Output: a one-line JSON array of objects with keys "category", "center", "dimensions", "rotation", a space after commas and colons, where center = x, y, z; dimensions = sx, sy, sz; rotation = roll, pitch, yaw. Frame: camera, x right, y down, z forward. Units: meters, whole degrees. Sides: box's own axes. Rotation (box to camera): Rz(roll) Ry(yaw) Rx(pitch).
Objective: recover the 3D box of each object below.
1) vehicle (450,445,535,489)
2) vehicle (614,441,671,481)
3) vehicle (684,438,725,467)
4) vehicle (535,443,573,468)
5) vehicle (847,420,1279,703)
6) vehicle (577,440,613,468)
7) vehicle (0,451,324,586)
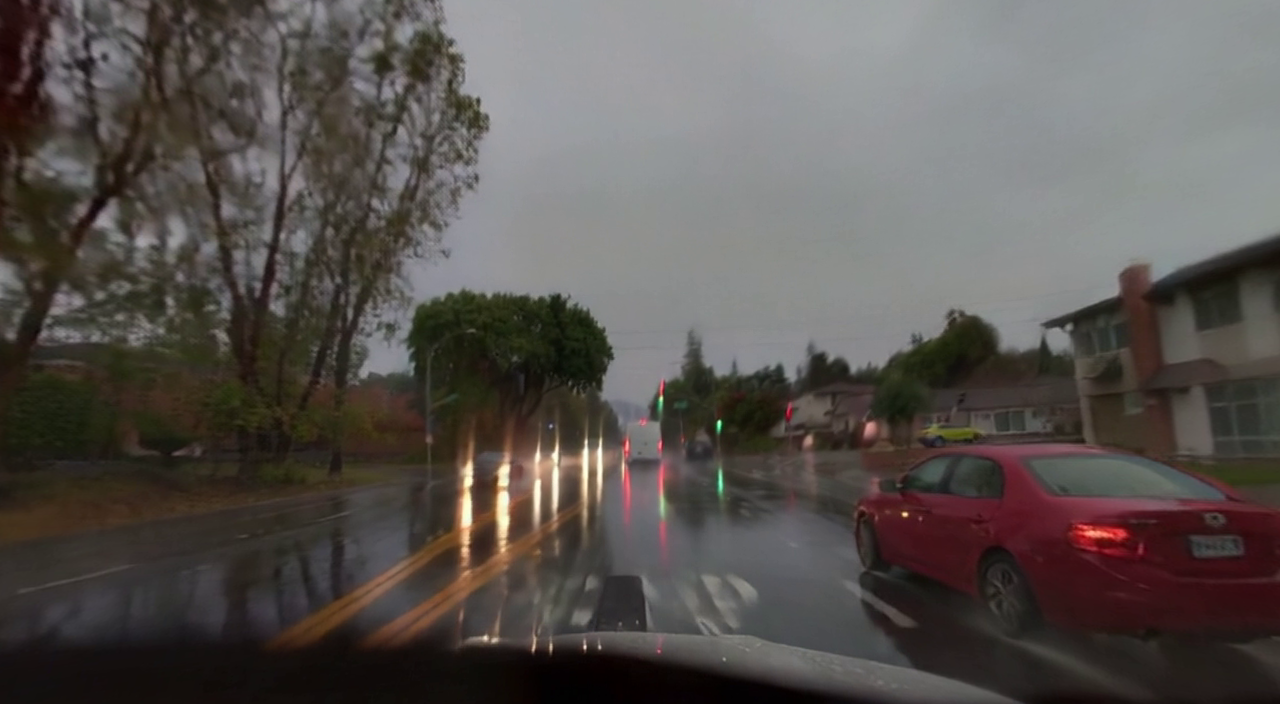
[{"category": "vehicle", "center": [-5.524, 4.381, 24.449], "dimensions": [2.193, 1.502, 4.913], "rotation": [0, -8, -1]}, {"category": "vehicle", "center": [0.080, 4.392, 25.780], "dimensions": [2.114, 1.483, 4.207], "rotation": [0, -8, 0]}, {"category": "vehicle", "center": [4.233, 6.707, 42.345], "dimensions": [2.187, 1.847, 4.553], "rotation": [0, -8, -1]}, {"category": "vehicle", "center": [-6.297, 7.623, 46.799], "dimensions": [2.146, 1.768, 4.664], "rotation": [0, -8, 1]}, {"category": "vehicle", "center": [3.507, 1.396, 5.378], "dimensions": [1.973, 1.447, 4.402], "rotation": [0, -8, 0]}, {"category": "vehicle", "center": [-2.909, 6.732, 41.917], "dimensions": [2.083, 1.741, 5.530], "rotation": [0, -8, -1]}, {"category": "vehicle", "center": [-6.756, 2.269, 9.535], "dimensions": [2.070, 1.454, 4.400], "rotation": [0, -8, -6]}]
